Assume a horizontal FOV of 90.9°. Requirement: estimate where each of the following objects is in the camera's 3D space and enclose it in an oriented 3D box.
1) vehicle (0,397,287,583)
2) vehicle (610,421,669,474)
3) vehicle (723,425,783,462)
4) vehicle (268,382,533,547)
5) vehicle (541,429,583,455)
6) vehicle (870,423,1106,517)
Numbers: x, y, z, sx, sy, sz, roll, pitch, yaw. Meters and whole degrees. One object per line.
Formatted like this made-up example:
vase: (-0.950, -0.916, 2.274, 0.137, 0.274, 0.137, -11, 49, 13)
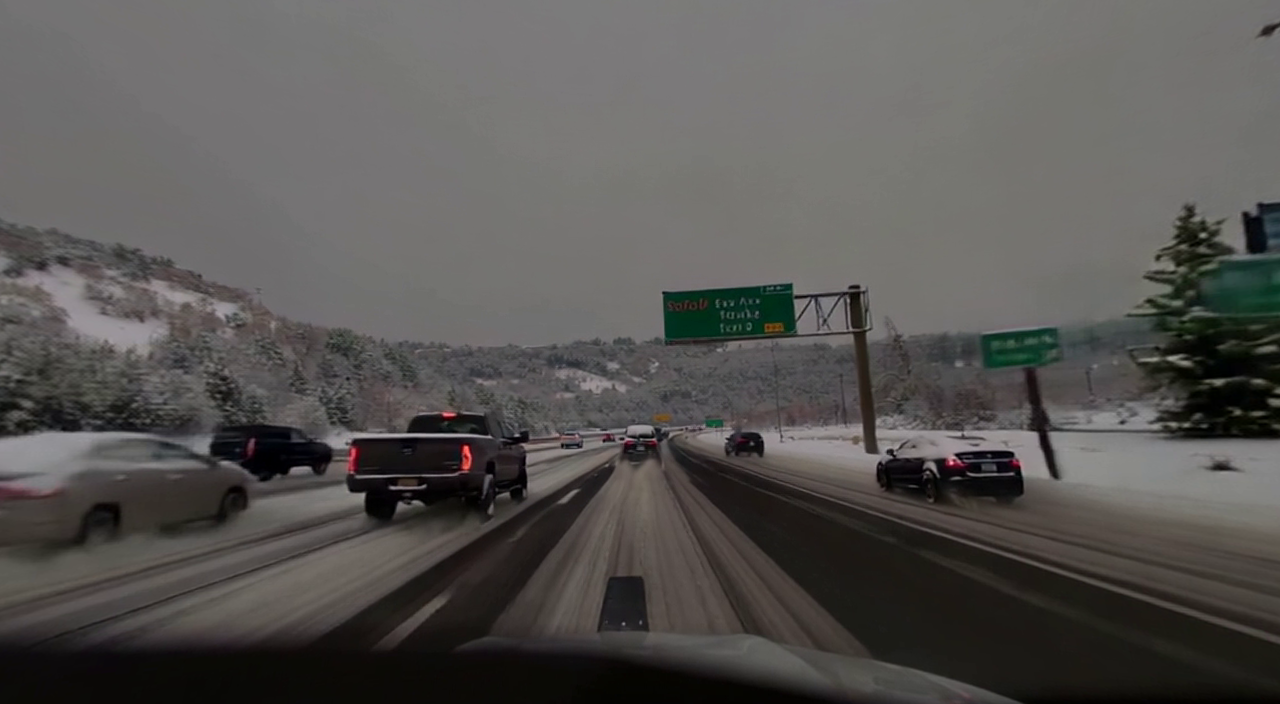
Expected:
vehicle: (-6.928, 1.616, 8.139, 2.052, 1.720, 4.538, 0, -8, 1)
vehicle: (0.008, 3.601, 23.921, 2.052, 1.808, 3.898, 0, -8, 1)
vehicle: (5.741, 4.729, 32.548, 2.067, 1.775, 4.372, 0, -8, -3)
vehicle: (-3.425, 1.795, 10.690, 2.316, 1.999, 5.765, 0, -8, -1)
vehicle: (-5.894, 6.919, 48.367, 2.238, 1.837, 5.979, -1, -8, 2)
vehicle: (6.268, 2.169, 12.119, 1.998, 1.456, 4.338, 0, -8, -1)
